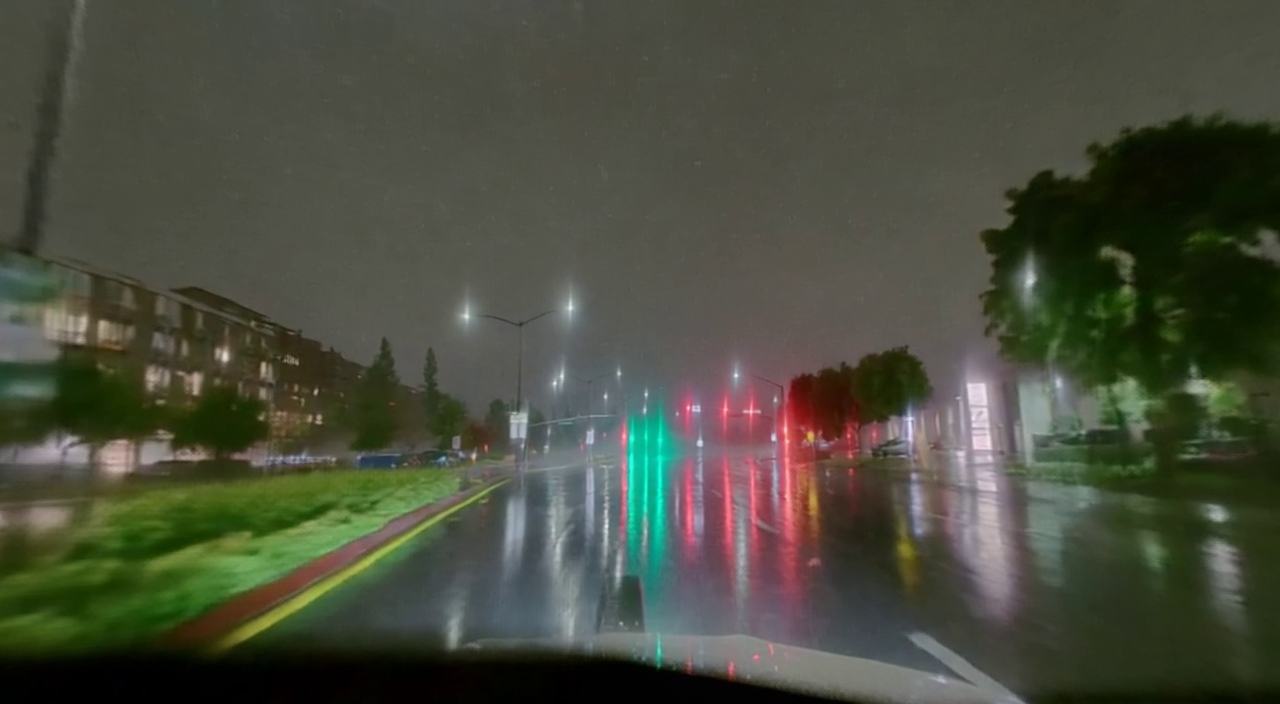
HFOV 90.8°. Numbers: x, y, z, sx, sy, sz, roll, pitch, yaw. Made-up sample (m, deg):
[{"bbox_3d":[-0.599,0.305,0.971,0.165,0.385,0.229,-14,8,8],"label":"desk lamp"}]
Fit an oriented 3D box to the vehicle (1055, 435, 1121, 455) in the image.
[{"bbox_3d":[33.123,6.920,46.781,1.574,1.448,3.558,3,-10,-21],"label":"vehicle"}]
